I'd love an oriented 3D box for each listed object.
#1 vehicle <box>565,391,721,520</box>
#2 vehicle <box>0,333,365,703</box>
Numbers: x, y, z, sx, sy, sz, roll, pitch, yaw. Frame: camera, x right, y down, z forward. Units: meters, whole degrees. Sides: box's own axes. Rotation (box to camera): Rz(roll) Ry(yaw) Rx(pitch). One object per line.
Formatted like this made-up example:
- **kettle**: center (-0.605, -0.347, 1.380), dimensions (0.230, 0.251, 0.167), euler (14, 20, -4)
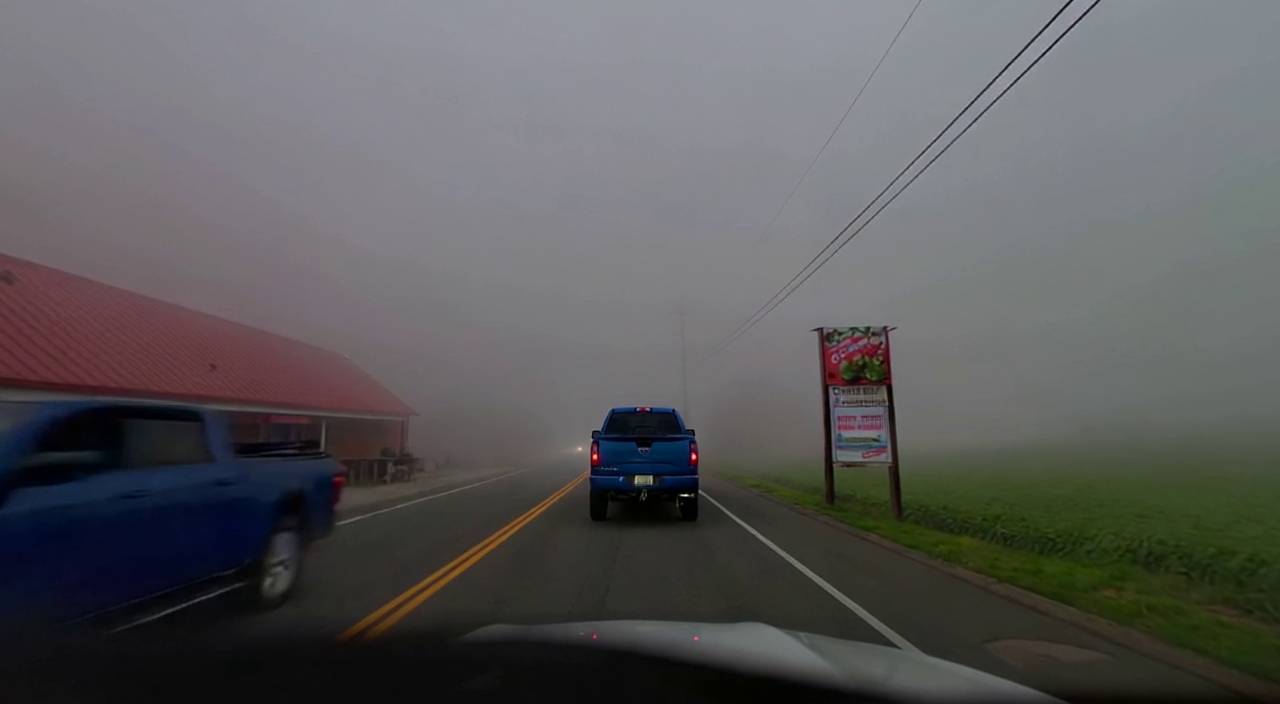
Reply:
- **vehicle**: center (-0.037, 2.220, 13.974), dimensions (2.693, 2.223, 5.885), euler (0, -8, -2)
- **vehicle**: center (-3.933, 1.063, 4.179), dimensions (2.180, 1.801, 4.679), euler (-2, -8, -1)
